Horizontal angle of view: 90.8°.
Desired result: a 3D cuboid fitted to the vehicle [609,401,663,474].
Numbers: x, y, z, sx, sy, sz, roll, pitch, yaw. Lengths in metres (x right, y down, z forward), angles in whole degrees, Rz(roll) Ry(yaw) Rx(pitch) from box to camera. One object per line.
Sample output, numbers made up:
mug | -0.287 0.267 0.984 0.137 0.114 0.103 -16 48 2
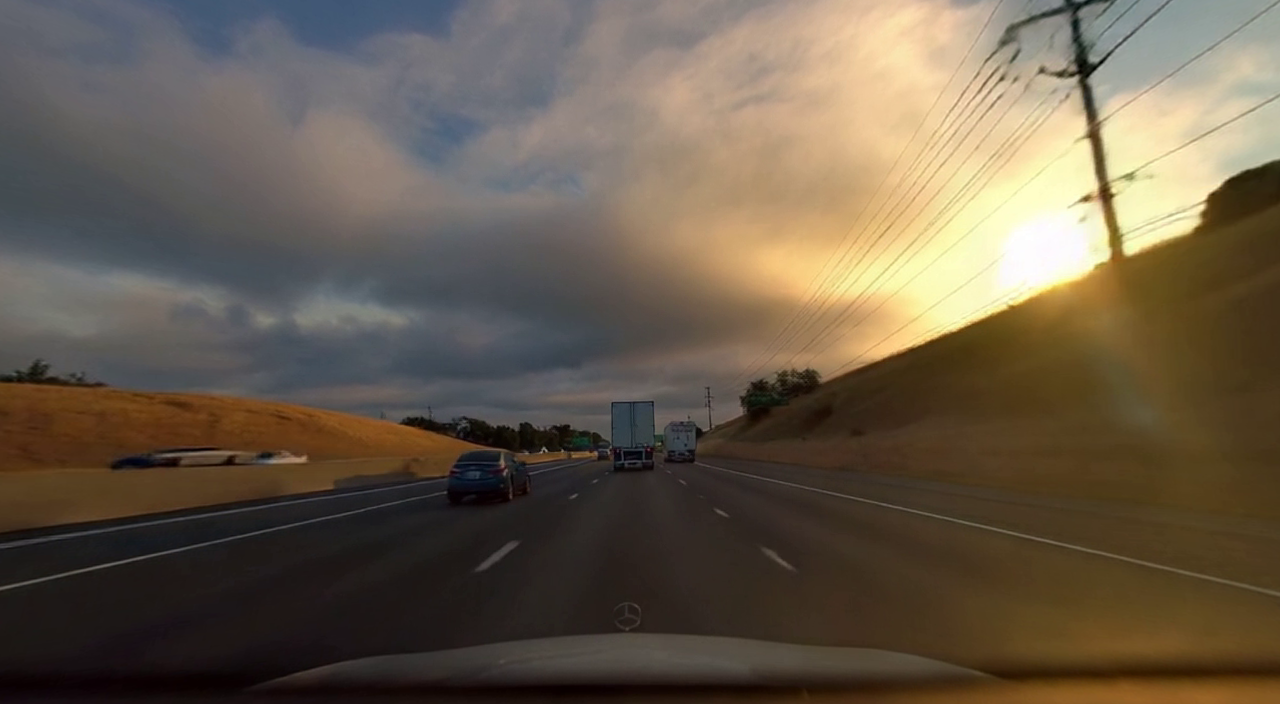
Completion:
vehicle | -0.229 5.526 40.189 2.985 4.025 10.982 0 -9 0

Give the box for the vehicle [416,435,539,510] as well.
vehicle | -4.015 3.052 16.458 2.050 1.679 4.253 0 -9 0
